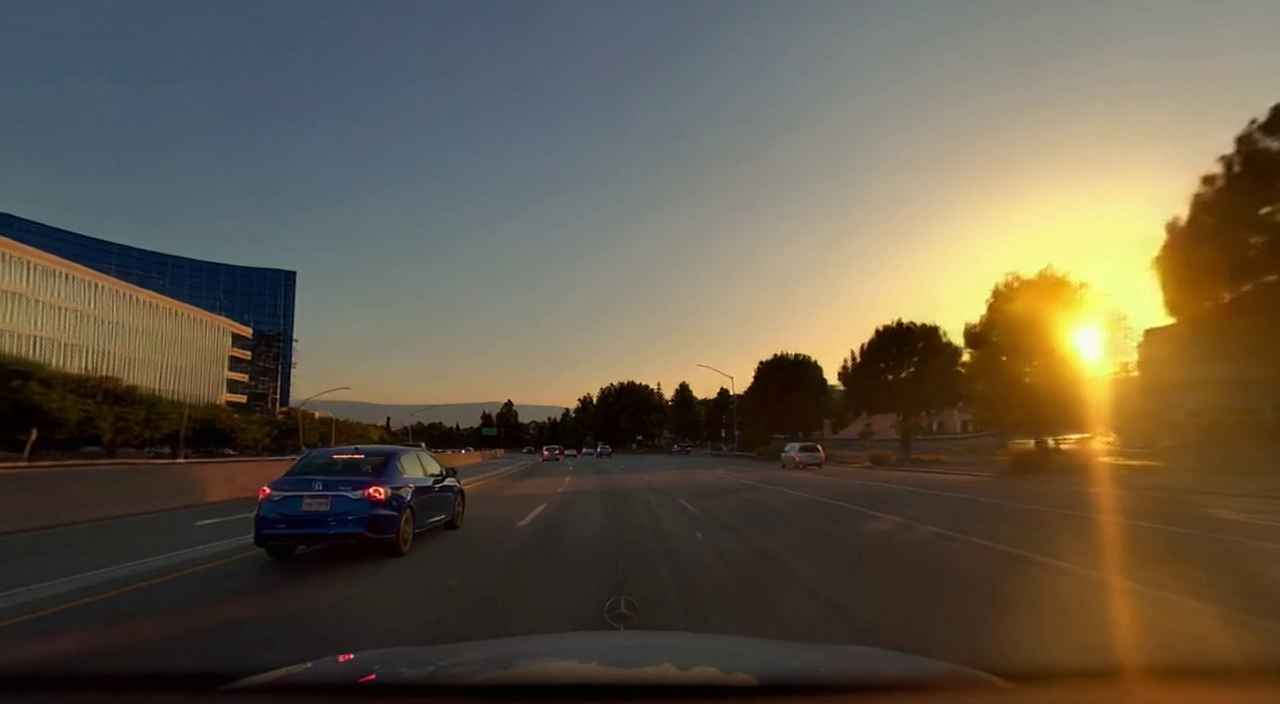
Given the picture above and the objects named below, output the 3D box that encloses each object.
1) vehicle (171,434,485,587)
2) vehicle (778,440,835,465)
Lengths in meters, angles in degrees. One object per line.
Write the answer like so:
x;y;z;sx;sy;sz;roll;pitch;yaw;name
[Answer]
-3.601;1.880;8.431;2.018;1.476;4.364;0;-8;-1;vehicle
11.414;6.945;43.712;1.983;1.613;5.190;1;-8;-7;vehicle
